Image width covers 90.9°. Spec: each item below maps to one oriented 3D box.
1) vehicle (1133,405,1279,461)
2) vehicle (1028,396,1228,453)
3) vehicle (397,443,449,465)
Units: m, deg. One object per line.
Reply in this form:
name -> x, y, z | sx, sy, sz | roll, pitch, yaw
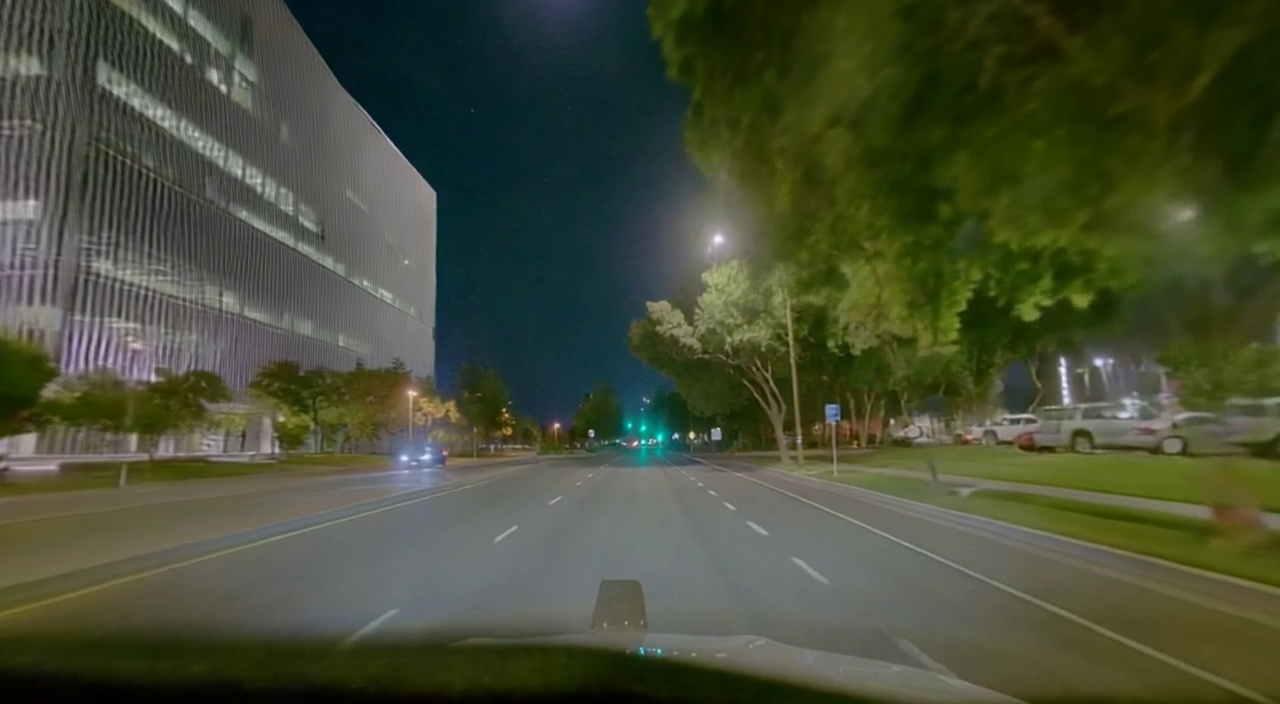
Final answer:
vehicle -> 15.012, 2.085, 16.169 | 3.277, 1.347, 1.692 | 0, -8, -2
vehicle -> 15.336, 2.323, 20.030 | 4.437, 1.689, 2.332 | 0, -8, -4
vehicle -> -15.383, 7.240, 44.929 | 1.982, 1.504, 4.683 | 0, -8, 1
